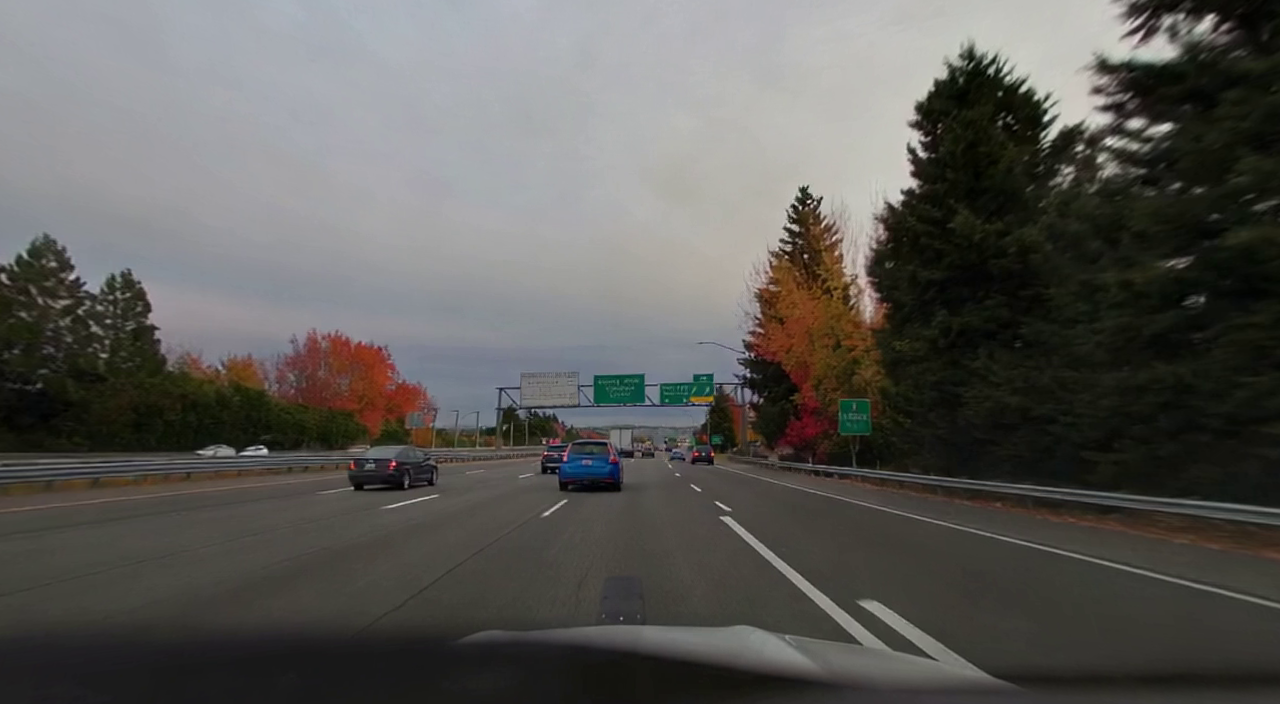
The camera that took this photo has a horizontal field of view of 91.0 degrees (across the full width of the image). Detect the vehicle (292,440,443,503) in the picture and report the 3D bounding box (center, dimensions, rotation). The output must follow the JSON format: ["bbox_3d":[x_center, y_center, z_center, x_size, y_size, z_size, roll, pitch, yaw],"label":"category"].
[{"bbox_3d":[-7.379,3.256,17.692,2.057,1.496,4.661,0,-9,1],"label":"vehicle"}]

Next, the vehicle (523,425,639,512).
[{"bbox_3d":[-1.220,2.739,15.236,2.101,1.742,4.495,0,-9,3],"label":"vehicle"}]

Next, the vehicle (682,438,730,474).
[{"bbox_3d":[3.499,5.636,34.257,2.193,1.778,4.488,0,-9,1],"label":"vehicle"}]
